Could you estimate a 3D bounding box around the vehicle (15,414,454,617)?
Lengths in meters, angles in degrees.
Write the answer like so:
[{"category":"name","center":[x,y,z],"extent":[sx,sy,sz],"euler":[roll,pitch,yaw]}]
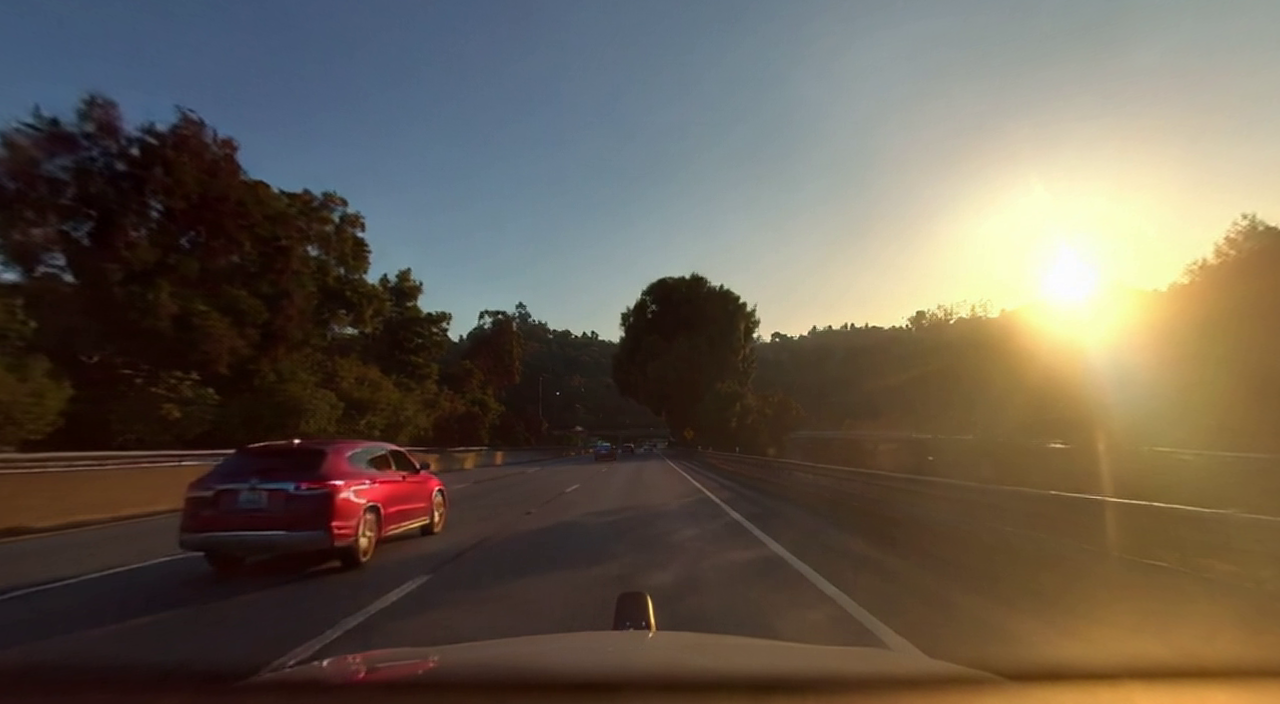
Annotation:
[{"category":"vehicle","center":[-3.763,1.563,7.006],"extent":[1.993,1.538,4.192],"euler":[0,-8,2]}]
